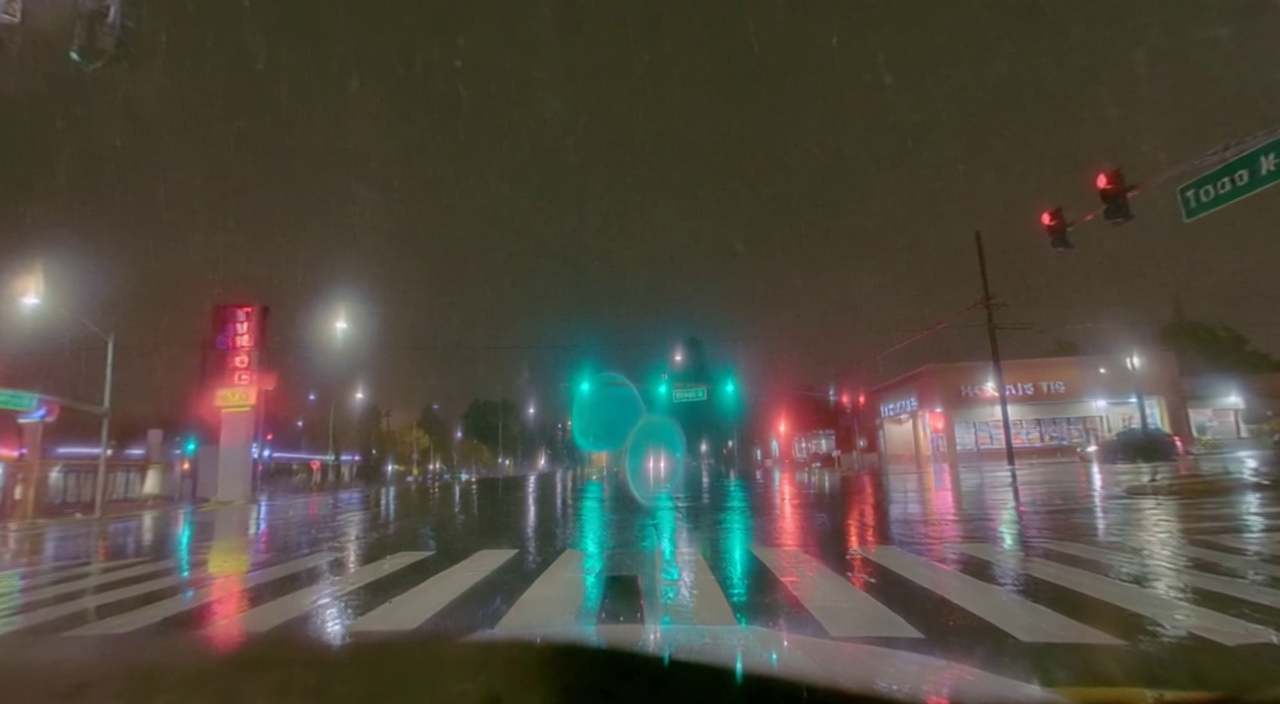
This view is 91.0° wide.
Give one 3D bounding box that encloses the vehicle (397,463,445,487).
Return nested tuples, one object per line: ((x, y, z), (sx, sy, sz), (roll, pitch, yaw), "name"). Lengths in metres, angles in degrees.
((-15.730, 8.831, 45.414), (1.931, 1.471, 4.152), (0, -9, 0), "vehicle")

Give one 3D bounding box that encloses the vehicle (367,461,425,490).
((-19.192, 9.713, 49.810), (2.227, 2.033, 5.614), (0, -9, 2), "vehicle")

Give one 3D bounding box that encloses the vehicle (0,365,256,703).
((-3.415, 0.743, 1.414), (2.081, 1.644, 4.523), (0, -9, 3), "vehicle")
